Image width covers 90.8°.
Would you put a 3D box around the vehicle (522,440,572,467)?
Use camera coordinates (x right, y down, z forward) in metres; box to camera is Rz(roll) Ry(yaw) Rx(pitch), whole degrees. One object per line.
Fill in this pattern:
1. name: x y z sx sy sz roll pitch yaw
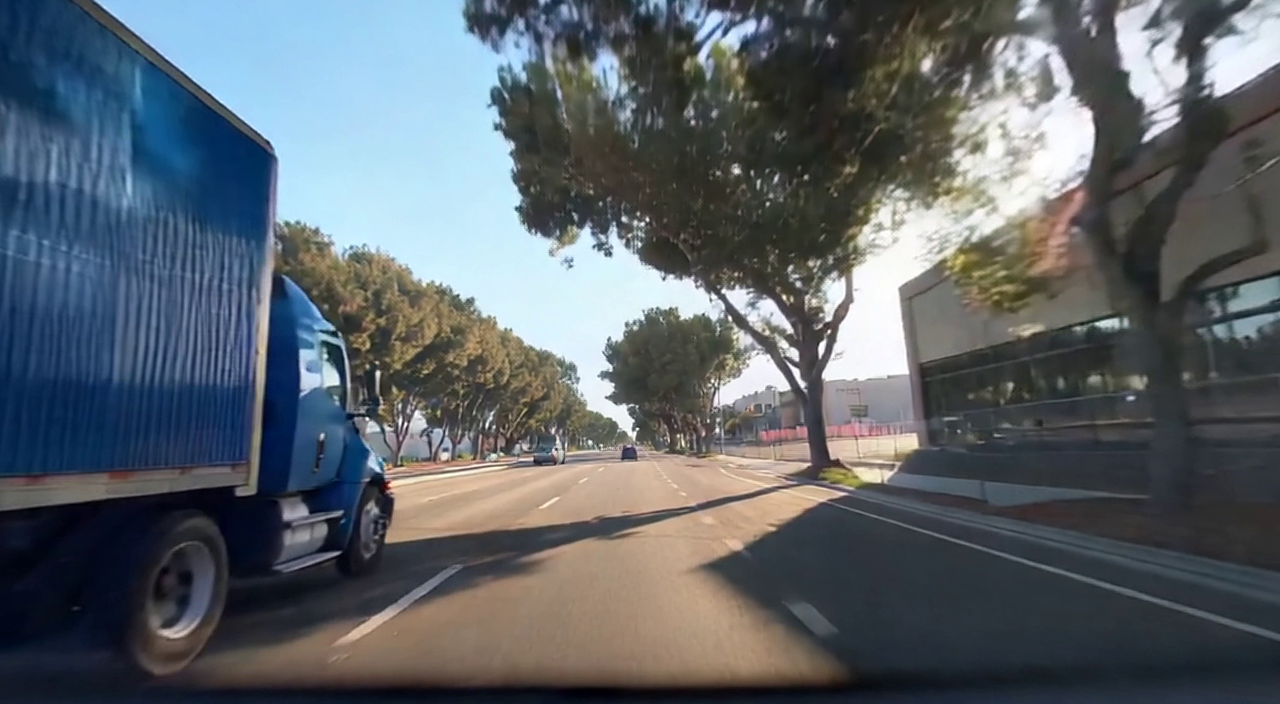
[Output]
1. vehicle: -7.000 7.743 48.438 2.743 1.832 7.257 0 -8 0

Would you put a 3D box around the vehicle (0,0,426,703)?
1. vehicle: -3.559 -0.015 1.931 2.910 3.419 8.376 0 -8 -1
